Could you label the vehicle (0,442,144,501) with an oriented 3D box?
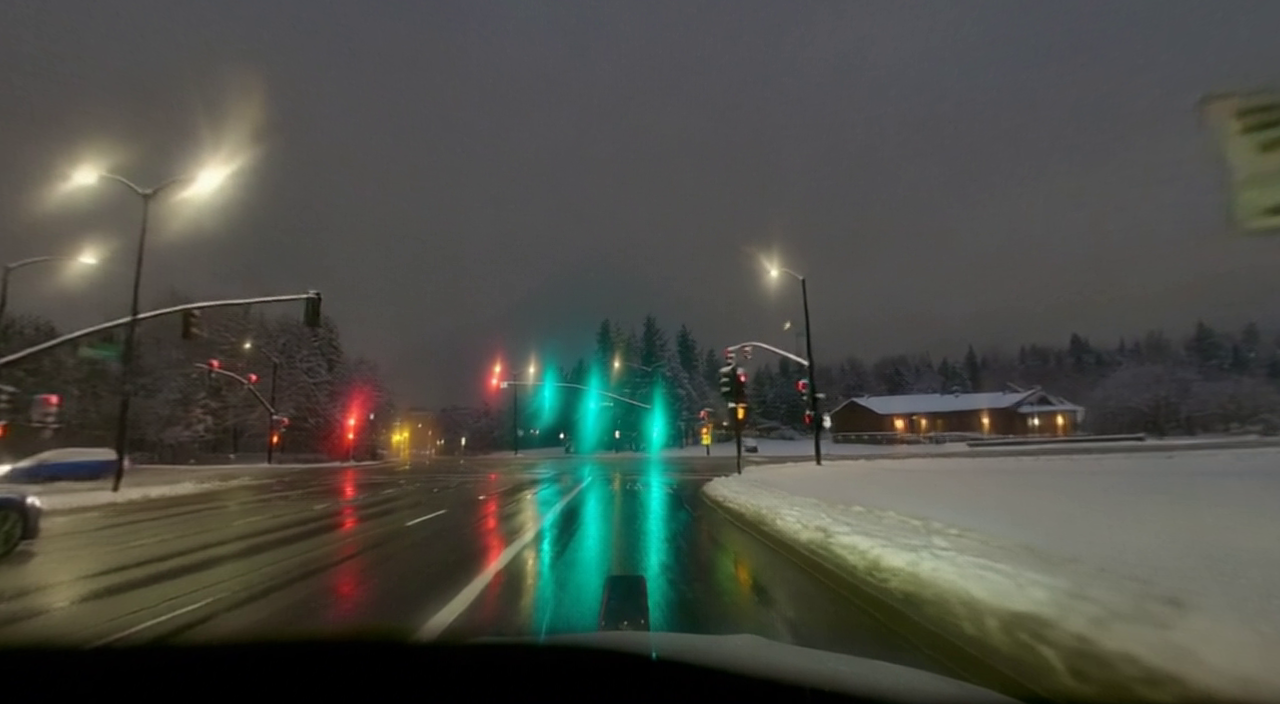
[{"bbox_3d":[-17.438,3.434,18.562,1.837,1.530,4.570,-1,-8,2],"label":"vehicle"}]
